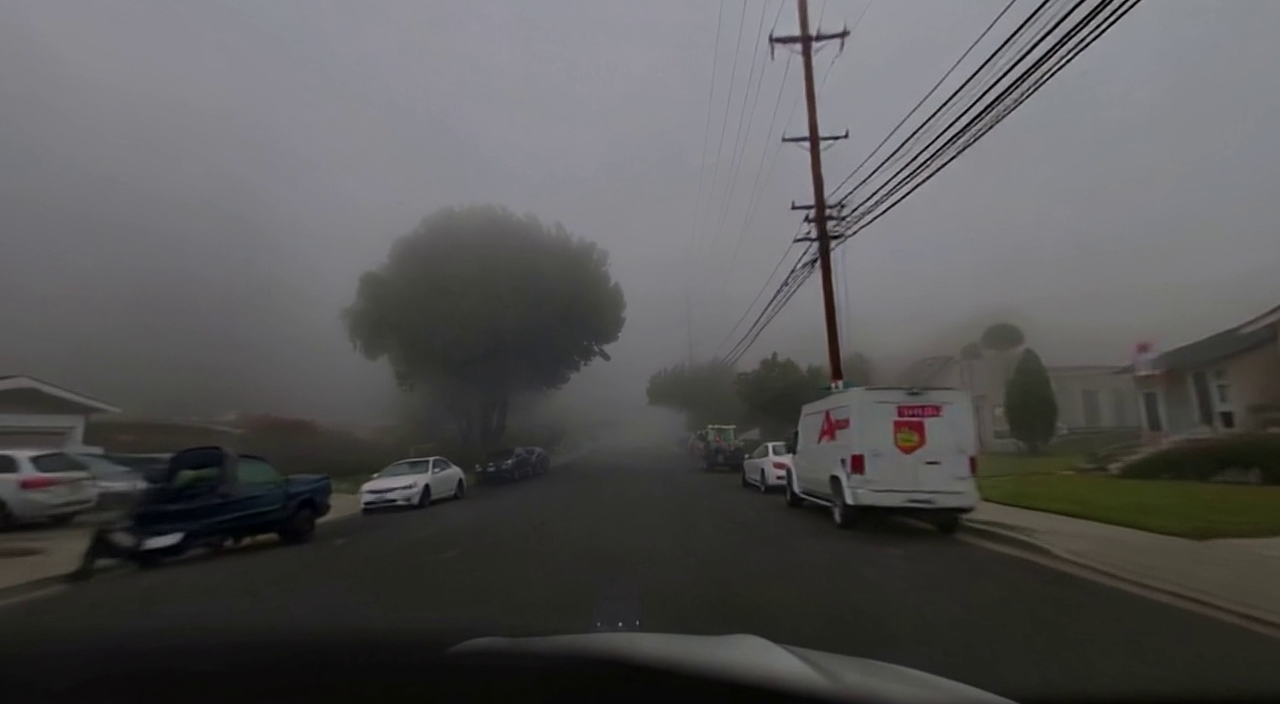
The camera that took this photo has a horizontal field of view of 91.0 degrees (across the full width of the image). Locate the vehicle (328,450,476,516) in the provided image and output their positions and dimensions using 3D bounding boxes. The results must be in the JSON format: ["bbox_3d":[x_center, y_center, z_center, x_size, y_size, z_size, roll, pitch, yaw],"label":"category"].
[{"bbox_3d":[-6.090,3.378,16.839,2.048,1.438,4.728,-2,-9,1],"label":"vehicle"}]

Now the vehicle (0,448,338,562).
[{"bbox_3d":[-7.678,2.295,9.819,4.935,1.454,1.900,-1,-8,-5],"label":"vehicle"}]

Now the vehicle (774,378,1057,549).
[{"bbox_3d":[4.081,1.821,10.779,2.396,2.164,5.381,0,-9,0],"label":"vehicle"}]

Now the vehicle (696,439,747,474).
[{"bbox_3d":[3.849,4.996,30.390,1.848,1.550,4.054,0,-9,-1],"label":"vehicle"}]

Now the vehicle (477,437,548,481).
[{"bbox_3d":[-6.066,5.138,30.657,2.322,1.913,5.582,0,-9,0],"label":"vehicle"}]
